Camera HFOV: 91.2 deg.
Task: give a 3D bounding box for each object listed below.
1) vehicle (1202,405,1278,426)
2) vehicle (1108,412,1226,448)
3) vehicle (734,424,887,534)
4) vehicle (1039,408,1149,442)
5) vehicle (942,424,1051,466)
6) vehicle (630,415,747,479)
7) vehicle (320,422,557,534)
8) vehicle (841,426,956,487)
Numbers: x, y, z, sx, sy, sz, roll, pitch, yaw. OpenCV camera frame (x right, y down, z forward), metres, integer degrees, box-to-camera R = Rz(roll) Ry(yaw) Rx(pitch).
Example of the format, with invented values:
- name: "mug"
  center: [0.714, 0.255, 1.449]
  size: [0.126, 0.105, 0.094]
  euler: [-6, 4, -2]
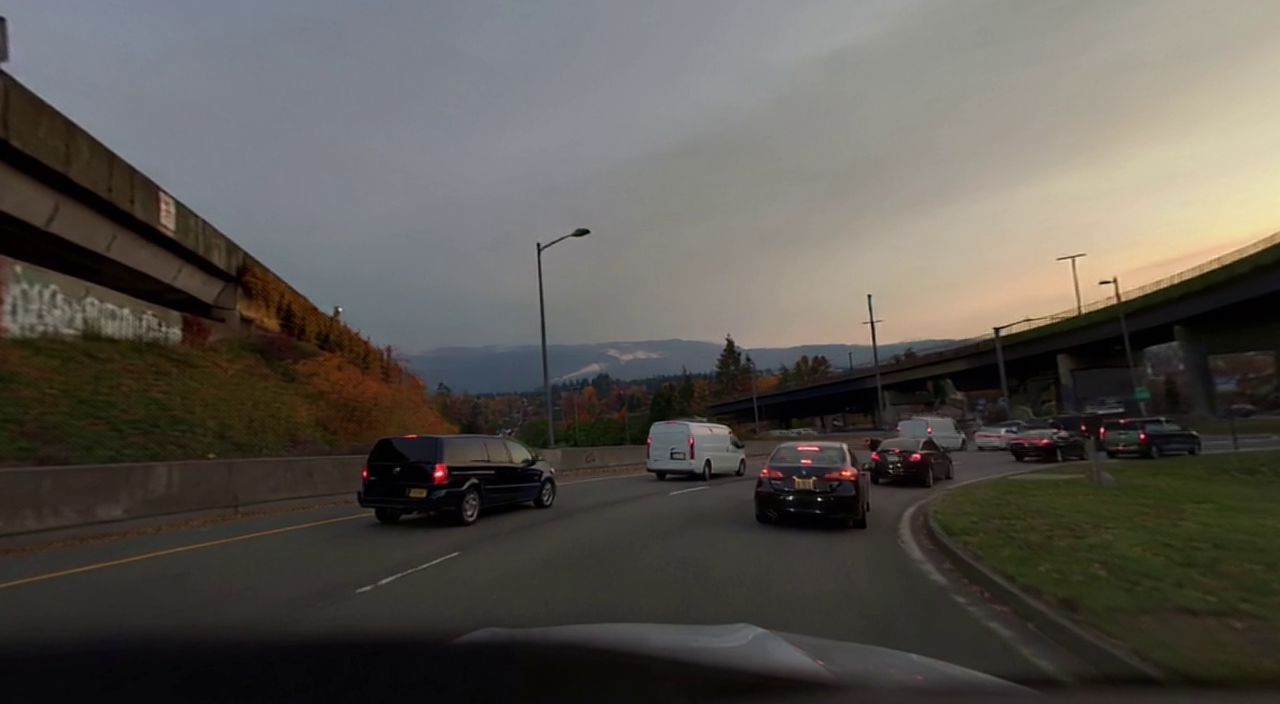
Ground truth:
- name: "vehicle"
  center: [43.538, 4.618, 45.546]
  size: [3.847, 1.499, 1.742]
  euler: [-5, -8, 43]
- name: "vehicle"
  center: [22.861, 3.417, 27.231]
  size: [3.934, 1.485, 1.763]
  euler: [2, -9, -12]
- name: "vehicle"
  center: [3.109, 2.095, 10.878]
  size: [2.064, 1.515, 3.722]
  euler: [-4, -10, 22]
- name: "vehicle"
  center: [23.201, 3.755, 32.077]
  size: [4.309, 1.613, 1.909]
  euler: [1, -9, -8]
- name: "vehicle"
  center: [13.419, 3.494, 23.553]
  size: [3.902, 1.446, 1.780]
  euler: [5, -10, -31]
- name: "vehicle"
  center: [1.636, 3.048, 20.063]
  size: [1.835, 1.825, 4.005]
  euler: [-7, -11, 36]
- name: "vehicle"
  center: [-3.210, 2.113, 11.032]
  size: [1.921, 1.554, 4.081]
  euler: [-3, -9, 17]
- name: "vehicle"
  center: [7.547, 2.973, 18.064]
  size: [1.830, 1.519, 4.253]
  euler: [-7, -11, 38]
